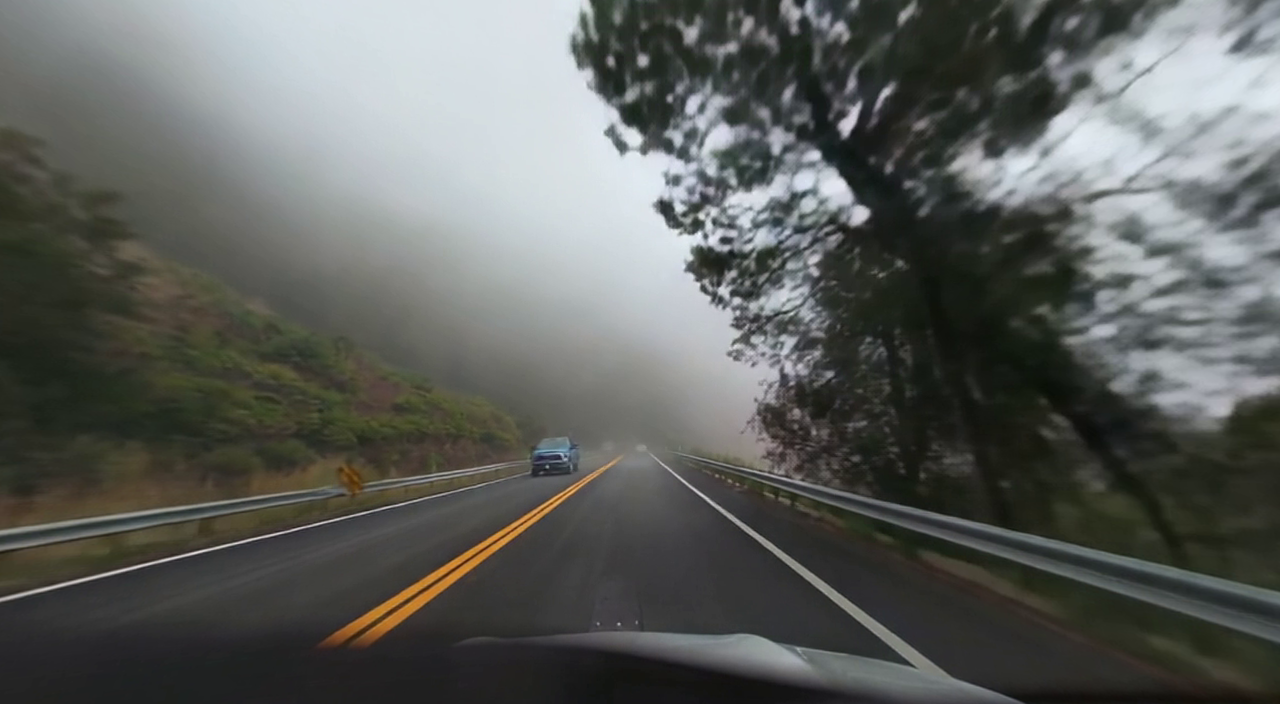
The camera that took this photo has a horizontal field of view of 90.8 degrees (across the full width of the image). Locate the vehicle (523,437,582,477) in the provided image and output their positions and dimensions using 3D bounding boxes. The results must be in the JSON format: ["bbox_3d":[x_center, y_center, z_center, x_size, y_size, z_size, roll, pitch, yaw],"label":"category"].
[{"bbox_3d":[-4.317,5.240,31.814,2.309,1.826,4.542,0,-8,0],"label":"vehicle"}]
